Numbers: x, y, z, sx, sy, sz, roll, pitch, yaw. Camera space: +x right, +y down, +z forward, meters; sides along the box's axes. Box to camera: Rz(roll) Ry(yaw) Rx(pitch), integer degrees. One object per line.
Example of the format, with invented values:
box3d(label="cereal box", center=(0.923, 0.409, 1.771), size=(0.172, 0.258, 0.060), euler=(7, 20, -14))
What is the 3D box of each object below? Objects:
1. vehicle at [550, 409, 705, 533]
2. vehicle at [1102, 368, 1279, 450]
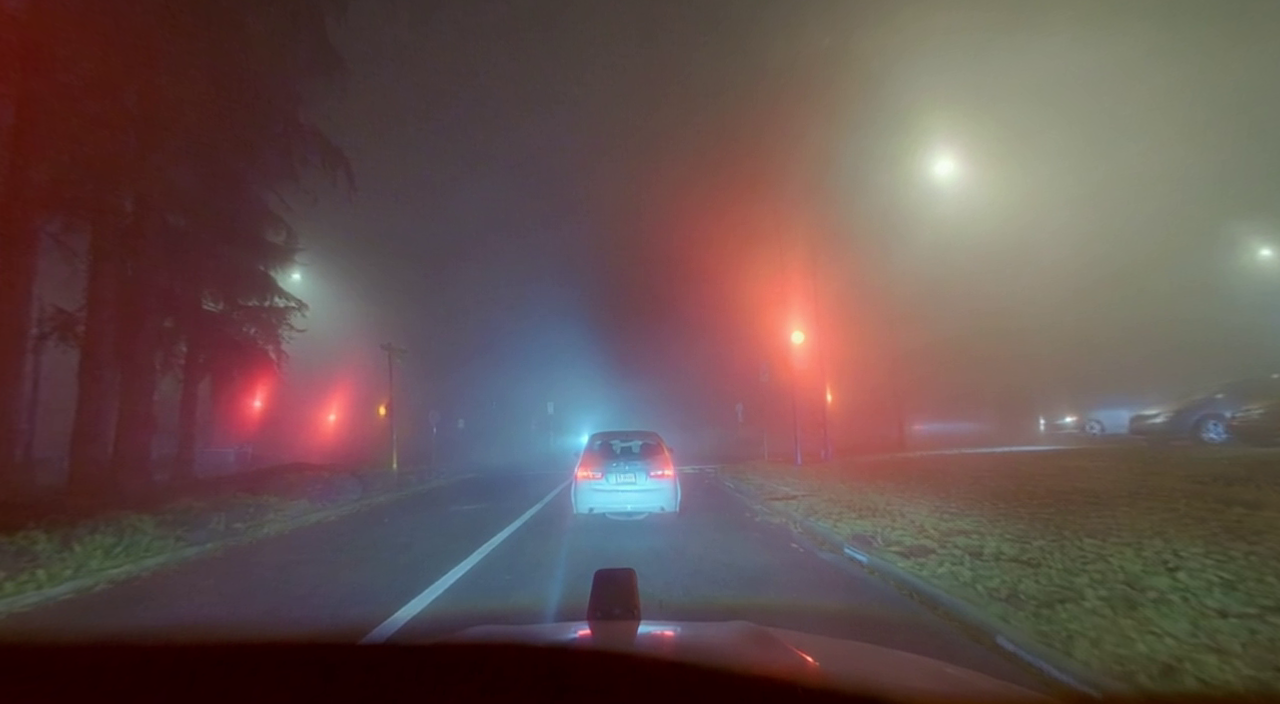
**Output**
box3d(label="vehicle", center=(-0.149, 1.923, 10.694), size=(2.142, 1.686, 3.816), euler=(-1, -8, 1))
box3d(label="vehicle", center=(14.458, 1.473, 15.718), size=(4.104, 1.886, 1.939), euler=(-2, -8, 9))
